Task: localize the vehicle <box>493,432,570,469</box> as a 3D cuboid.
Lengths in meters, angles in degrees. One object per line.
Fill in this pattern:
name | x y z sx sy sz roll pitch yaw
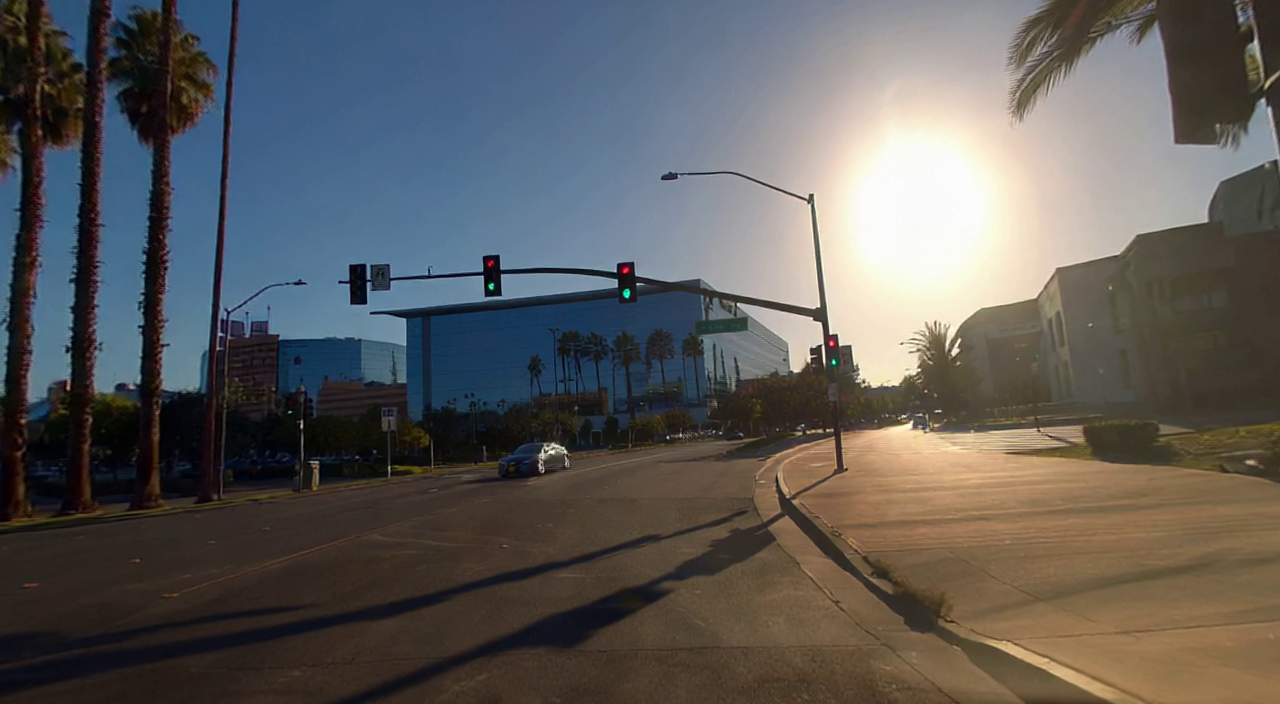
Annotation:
vehicle | -5.649 5.236 33.629 2.181 1.792 4.648 -3 -9 16
